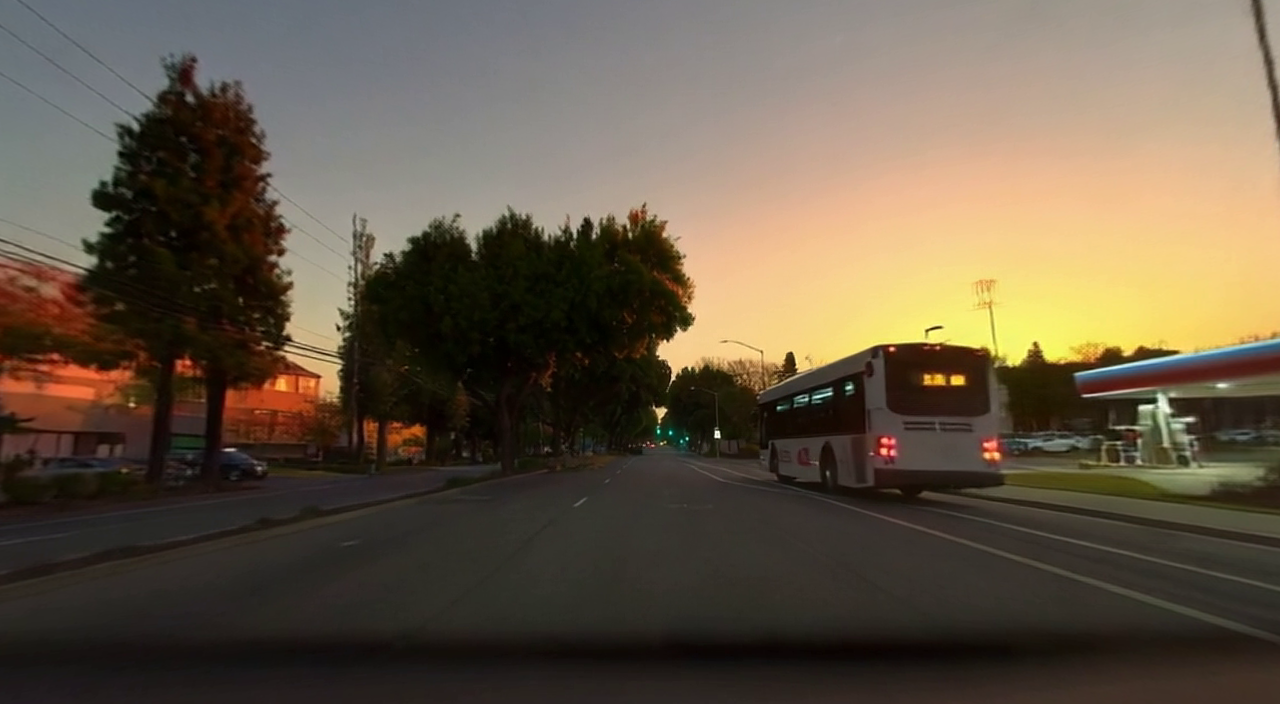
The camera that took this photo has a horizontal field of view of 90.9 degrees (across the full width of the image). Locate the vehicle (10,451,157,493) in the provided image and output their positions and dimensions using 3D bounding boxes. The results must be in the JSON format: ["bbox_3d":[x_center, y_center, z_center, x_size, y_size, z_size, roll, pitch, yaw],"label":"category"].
[{"bbox_3d":[-24.316,5.232,27.672,4.325,1.716,2.358,0,-9,5],"label":"vehicle"}]

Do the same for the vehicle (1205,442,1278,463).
[{"bbox_3d":[45.162,7.530,47.460,1.808,1.467,4.288,-2,-8,11],"label":"vehicle"}]

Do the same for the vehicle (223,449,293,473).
[{"bbox_3d":[-29.727,8.437,49.081,4.251,1.563,1.950,-3,-8,4],"label":"vehicle"}]

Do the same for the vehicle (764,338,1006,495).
[{"bbox_3d":[8.489,2.811,25.078,4.582,4.678,12.589,0,-8,0],"label":"vehicle"}]
